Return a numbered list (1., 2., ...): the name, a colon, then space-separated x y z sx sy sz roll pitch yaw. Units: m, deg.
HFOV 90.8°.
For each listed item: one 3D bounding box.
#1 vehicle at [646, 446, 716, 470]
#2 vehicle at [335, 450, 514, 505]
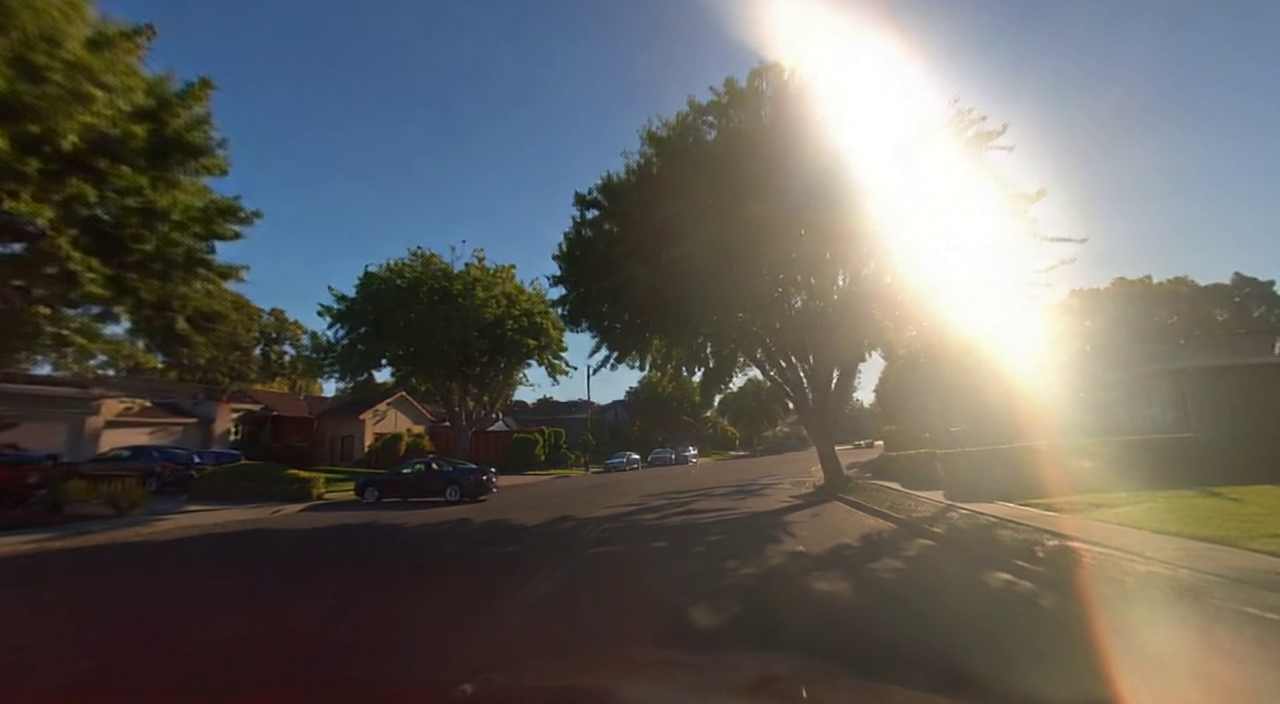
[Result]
1. vehicle: 2.966 7.651 45.905 4.692 1.660 1.879 -3 -9 20
2. vehicle: -6.319 3.691 18.798 4.653 1.480 1.871 -2 -9 9
